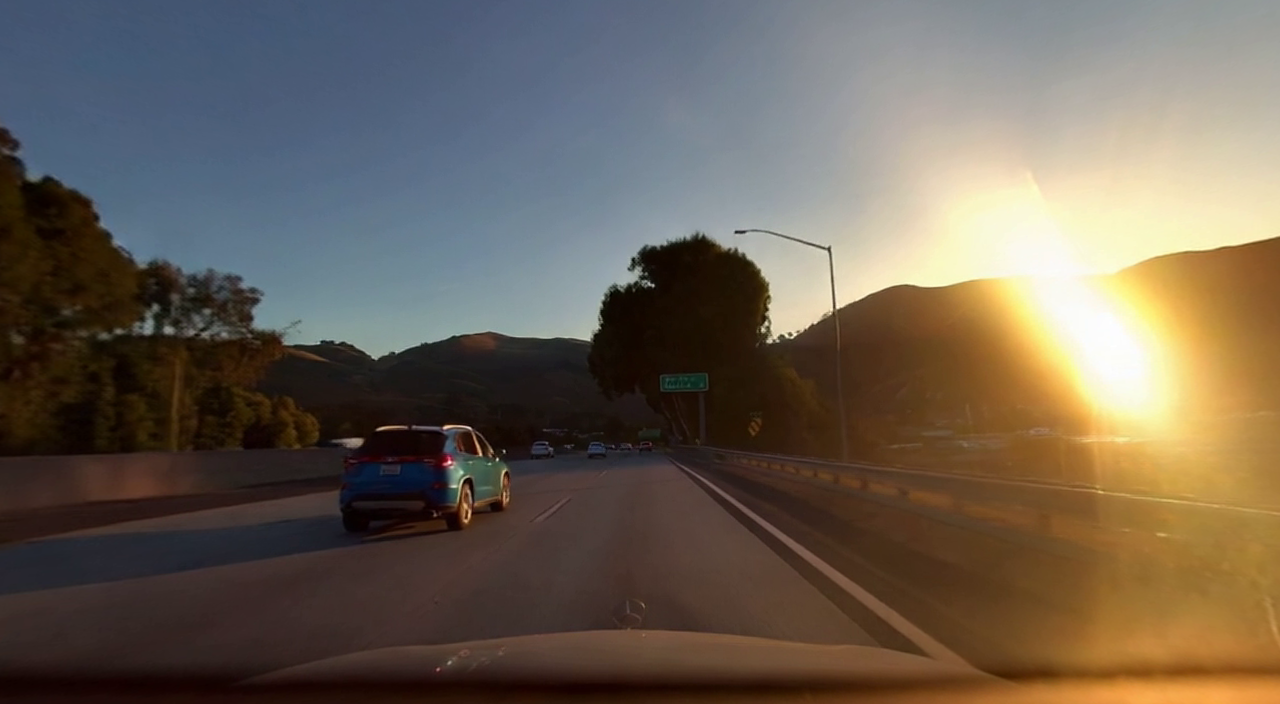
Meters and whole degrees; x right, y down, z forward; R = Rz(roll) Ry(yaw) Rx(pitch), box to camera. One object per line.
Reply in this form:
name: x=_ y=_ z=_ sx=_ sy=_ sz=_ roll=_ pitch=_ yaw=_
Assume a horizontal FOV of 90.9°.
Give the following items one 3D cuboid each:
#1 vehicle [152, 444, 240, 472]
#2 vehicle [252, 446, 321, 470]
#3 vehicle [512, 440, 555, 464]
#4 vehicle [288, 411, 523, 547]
vehicle: x=-28.168 y=6.702 z=40.207 sx=2.100 sy=1.617 sz=4.780 roll=-1 pitch=-8 yaw=1
vehicle: x=-24.189 y=7.251 z=43.378 sx=1.979 sy=1.478 sz=4.691 roll=-1 pitch=-8 yaw=1
vehicle: x=-6.960 y=6.583 z=41.746 sx=1.963 sy=1.476 sz=4.739 roll=-1 pitch=-8 yaw=1
vehicle: x=-3.460 y=1.981 z=10.454 sx=2.138 sy=1.718 sz=4.415 roll=-1 pitch=-8 yaw=1
